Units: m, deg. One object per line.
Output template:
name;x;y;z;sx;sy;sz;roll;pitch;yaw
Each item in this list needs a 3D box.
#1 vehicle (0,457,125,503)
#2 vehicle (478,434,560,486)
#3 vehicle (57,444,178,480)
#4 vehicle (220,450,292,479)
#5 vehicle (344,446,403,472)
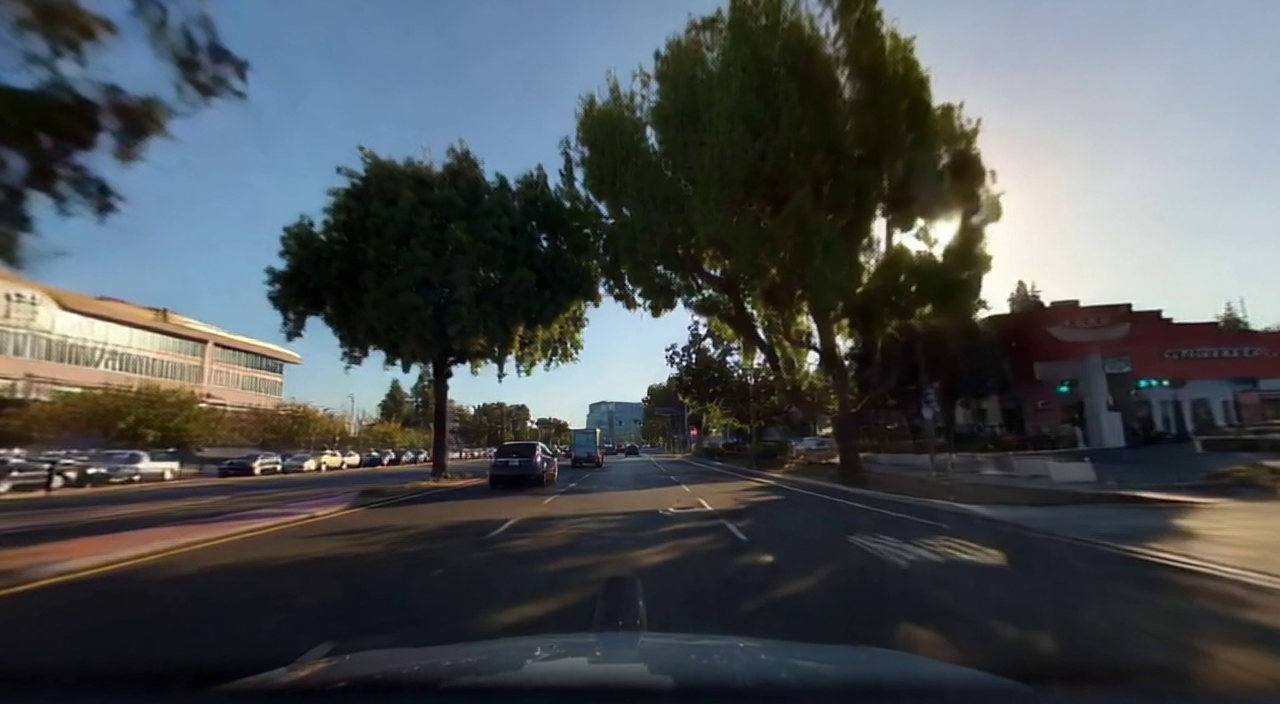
vehicle;-22.766;4.922;24.560;1.858;1.530;4.044;0;-9;0
vehicle;-4.263;3.879;22.911;2.109;1.672;4.256;0;-9;0
vehicle;-31.357;6.580;38.101;2.257;1.963;6.041;0;-9;-2
vehicle;-23.088;6.744;38.059;1.836;1.582;4.075;0;-9;-1
vehicle;-19.344;7.755;45.949;2.108;1.770;4.992;0;-9;0
